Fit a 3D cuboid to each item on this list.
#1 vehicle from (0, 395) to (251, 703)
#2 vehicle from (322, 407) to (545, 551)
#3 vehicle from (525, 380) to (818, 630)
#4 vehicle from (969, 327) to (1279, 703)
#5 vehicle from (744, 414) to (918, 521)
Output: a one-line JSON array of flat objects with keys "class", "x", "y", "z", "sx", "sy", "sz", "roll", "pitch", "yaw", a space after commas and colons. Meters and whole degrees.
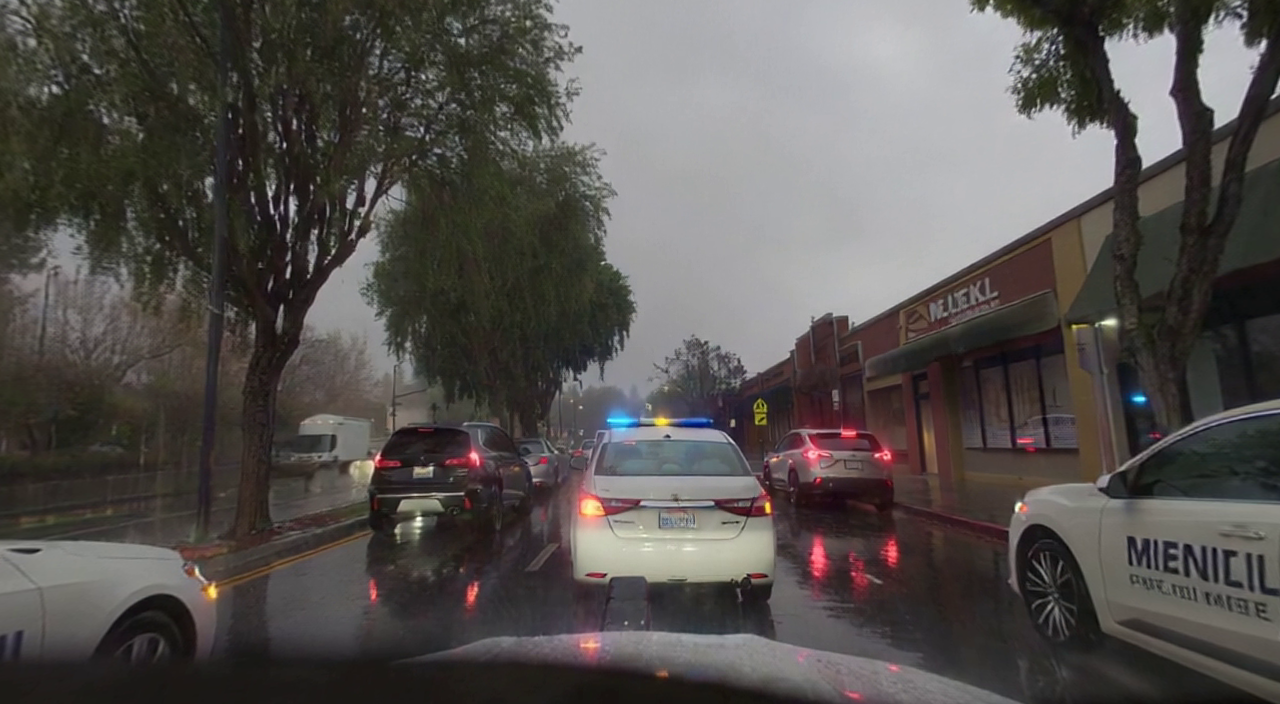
[{"class": "vehicle", "x": -2.896, "y": 0.736, "z": 0.972, "sx": 1.908, "sy": 1.474, "sz": 4.257, "roll": 0, "pitch": -8, "yaw": -1}, {"class": "vehicle", "x": -2.951, "y": 1.937, "z": 10.289, "sx": 2.135, "sy": 1.806, "sz": 4.514, "roll": 0, "pitch": -8, "yaw": -1}, {"class": "vehicle", "x": 0.212, "y": 1.378, "z": 6.564, "sx": 2.075, "sy": 1.770, "sz": 4.018, "roll": 0, "pitch": -8, "yaw": 0}, {"class": "vehicle", "x": 4.047, "y": 0.912, "z": 3.270, "sx": 1.987, "sy": 1.877, "sz": 5.330, "roll": 3, "pitch": -8, "yaw": 2}, {"class": "vehicle", "x": 4.018, "y": 2.552, "z": 14.530, "sx": 2.038, "sy": 1.865, "sz": 5.786, "roll": 3, "pitch": -9, "yaw": -2}]
